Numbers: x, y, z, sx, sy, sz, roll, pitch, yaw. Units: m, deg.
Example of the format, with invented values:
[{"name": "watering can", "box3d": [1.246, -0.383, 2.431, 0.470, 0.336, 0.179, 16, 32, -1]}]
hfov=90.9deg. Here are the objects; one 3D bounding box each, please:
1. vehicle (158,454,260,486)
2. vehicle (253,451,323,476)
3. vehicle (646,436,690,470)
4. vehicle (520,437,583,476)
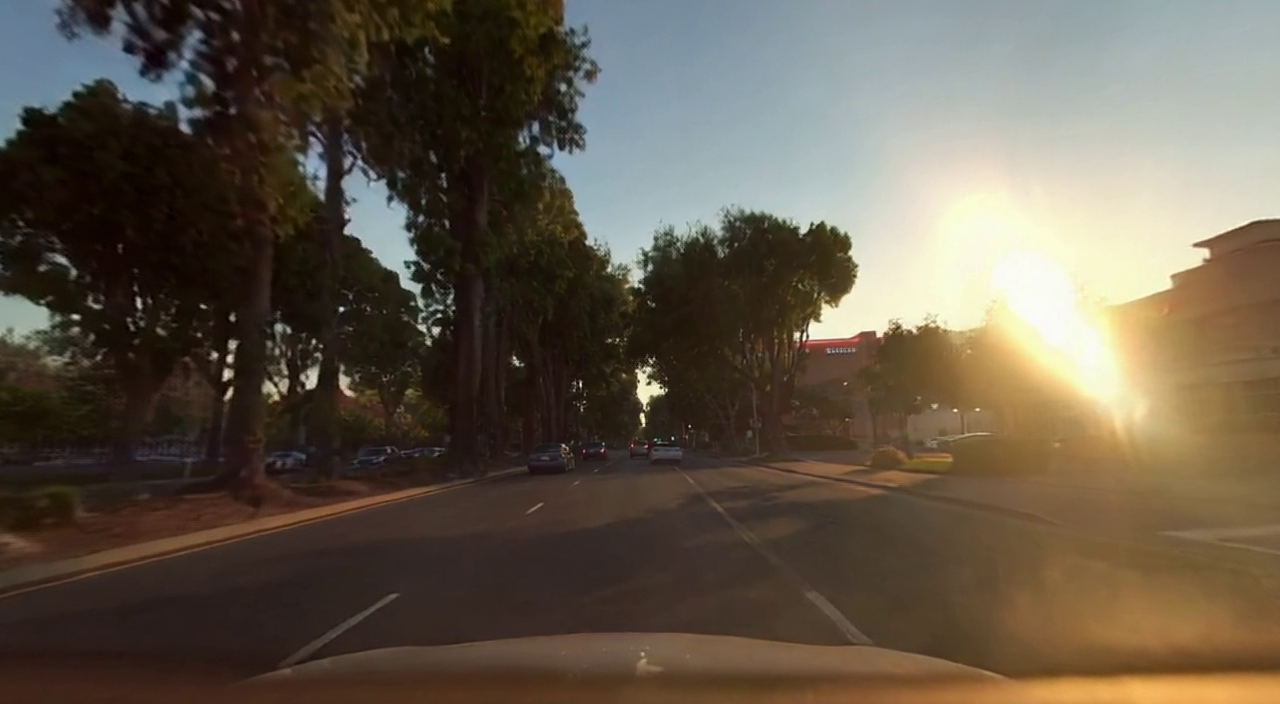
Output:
[{"name": "vehicle", "box3d": [-22.757, 6.220, 33.562, 1.862, 1.506, 4.983, 1, -9, 1]}, {"name": "vehicle", "box3d": [-22.821, 7.234, 41.079, 1.905, 1.483, 4.479, 0, -8, 0]}, {"name": "vehicle", "box3d": [1.301, 4.932, 30.889, 1.922, 1.579, 3.642, 0, -8, -1]}, {"name": "vehicle", "box3d": [-3.617, 4.365, 26.579, 1.908, 1.481, 4.536, 0, -8, 1]}]
